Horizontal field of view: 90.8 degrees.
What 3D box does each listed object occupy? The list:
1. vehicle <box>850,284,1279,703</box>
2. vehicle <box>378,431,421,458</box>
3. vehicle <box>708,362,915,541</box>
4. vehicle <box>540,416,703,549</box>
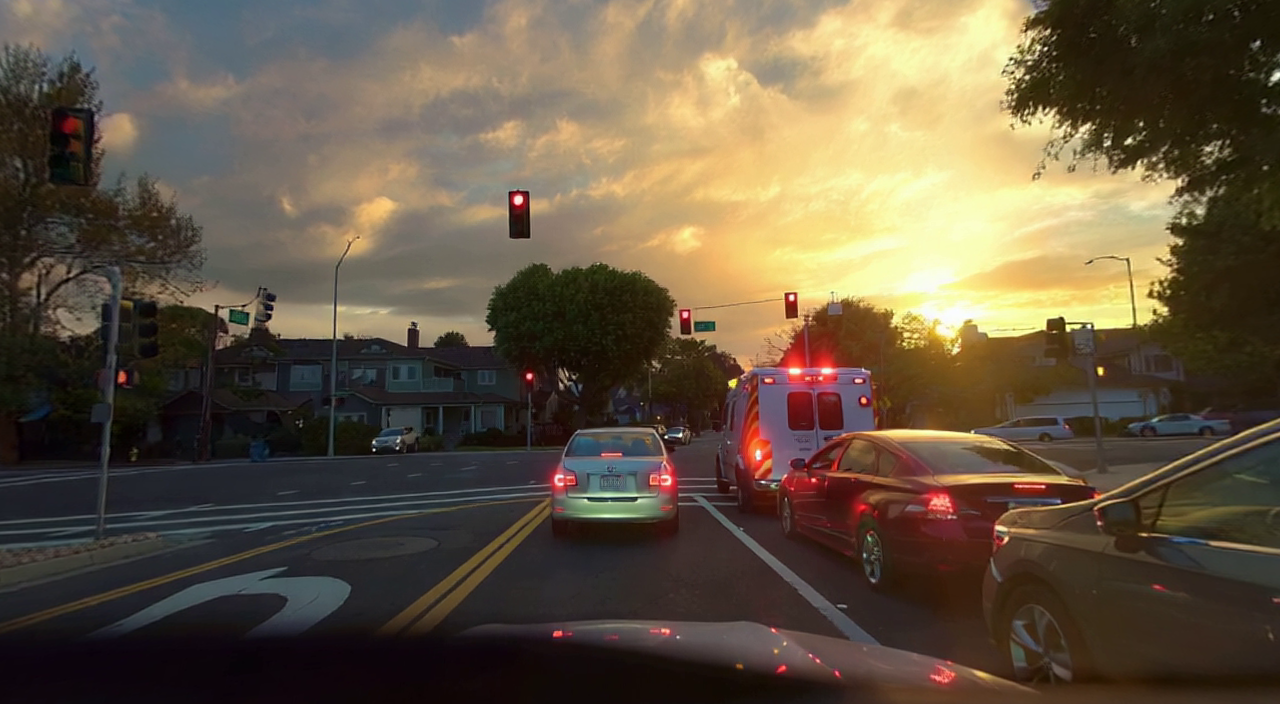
[{"bbox_3d":[2.850,0.895,2.850,2.194,1.820,4.652,0,-8,0],"label":"vehicle"},{"bbox_3d":[-17.742,6.879,46.861,2.246,1.880,4.454,1,-9,-12],"label":"vehicle"},{"bbox_3d":[2.886,1.892,12.367,2.406,2.687,5.521,0,-8,-1],"label":"vehicle"},{"bbox_3d":[-0.281,1.975,10.183,2.114,1.707,3.725,0,-8,-1],"label":"vehicle"}]
